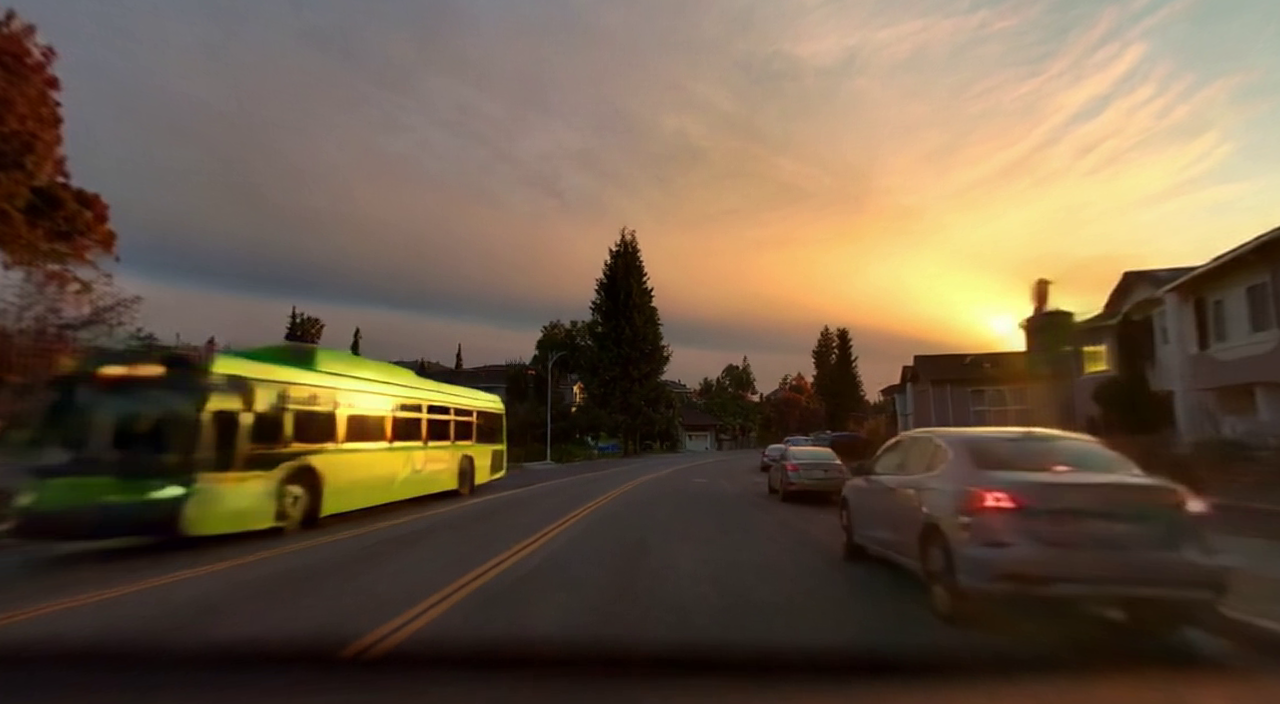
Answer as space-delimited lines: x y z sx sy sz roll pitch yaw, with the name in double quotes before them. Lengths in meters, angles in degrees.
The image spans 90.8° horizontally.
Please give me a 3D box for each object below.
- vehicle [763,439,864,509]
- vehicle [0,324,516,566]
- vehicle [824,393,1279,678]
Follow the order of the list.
"vehicle" 3.973 2.831 15.031 1.665 1.425 3.727 -1 -9 6
"vehicle" -6.621 2.205 14.962 3.577 3.168 13.108 -1 -9 5
"vehicle" 3.133 1.347 5.669 1.984 1.601 3.994 0 -9 4
